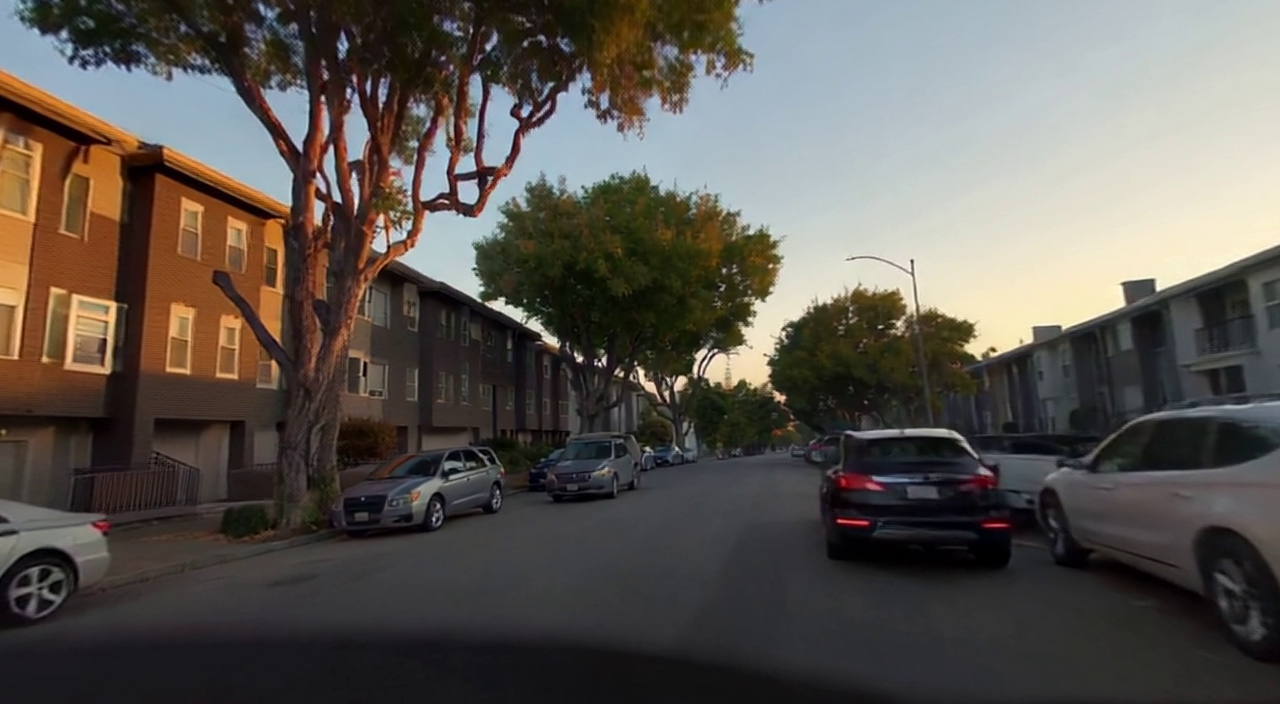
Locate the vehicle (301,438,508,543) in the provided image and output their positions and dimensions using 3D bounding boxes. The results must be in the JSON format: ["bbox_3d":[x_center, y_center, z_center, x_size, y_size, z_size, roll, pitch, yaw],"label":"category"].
[{"bbox_3d":[-4.592,2.735,13.243,2.002,1.774,4.568,-2,-8,9],"label":"vehicle"}]

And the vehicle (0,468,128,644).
[{"bbox_3d":[-6.539,1.639,4.463,1.859,1.432,4.315,-2,-8,8],"label":"vehicle"}]

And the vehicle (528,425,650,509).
[{"bbox_3d":[-1.268,3.250,18.326,2.197,2.047,4.985,-2,-9,11],"label":"vehicle"}]

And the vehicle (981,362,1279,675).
[{"bbox_3d":[4.992,1.187,5.201,2.082,1.799,5.207,-2,-8,8],"label":"vehicle"}]

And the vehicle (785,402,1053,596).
[{"bbox_3d":[3.125,1.714,8.411,2.055,1.717,5.172,-2,-8,11],"label":"vehicle"}]
